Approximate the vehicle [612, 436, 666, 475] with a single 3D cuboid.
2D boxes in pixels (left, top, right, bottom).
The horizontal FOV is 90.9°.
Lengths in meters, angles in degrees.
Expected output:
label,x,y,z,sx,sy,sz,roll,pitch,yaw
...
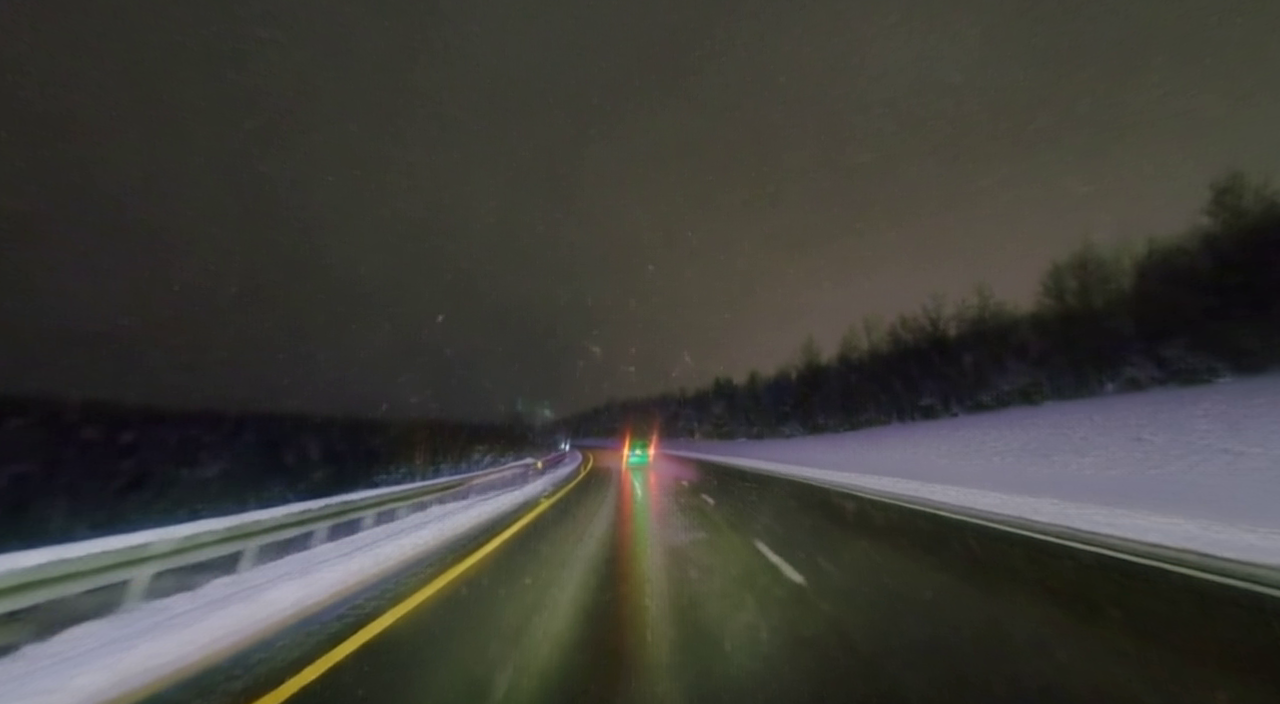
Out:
label,x,y,z,sx,sy,sz,roll,pitch,yaw
vehicle,-0.145,4.263,26.240,2.029,1.474,4.183,0,-8,-3
